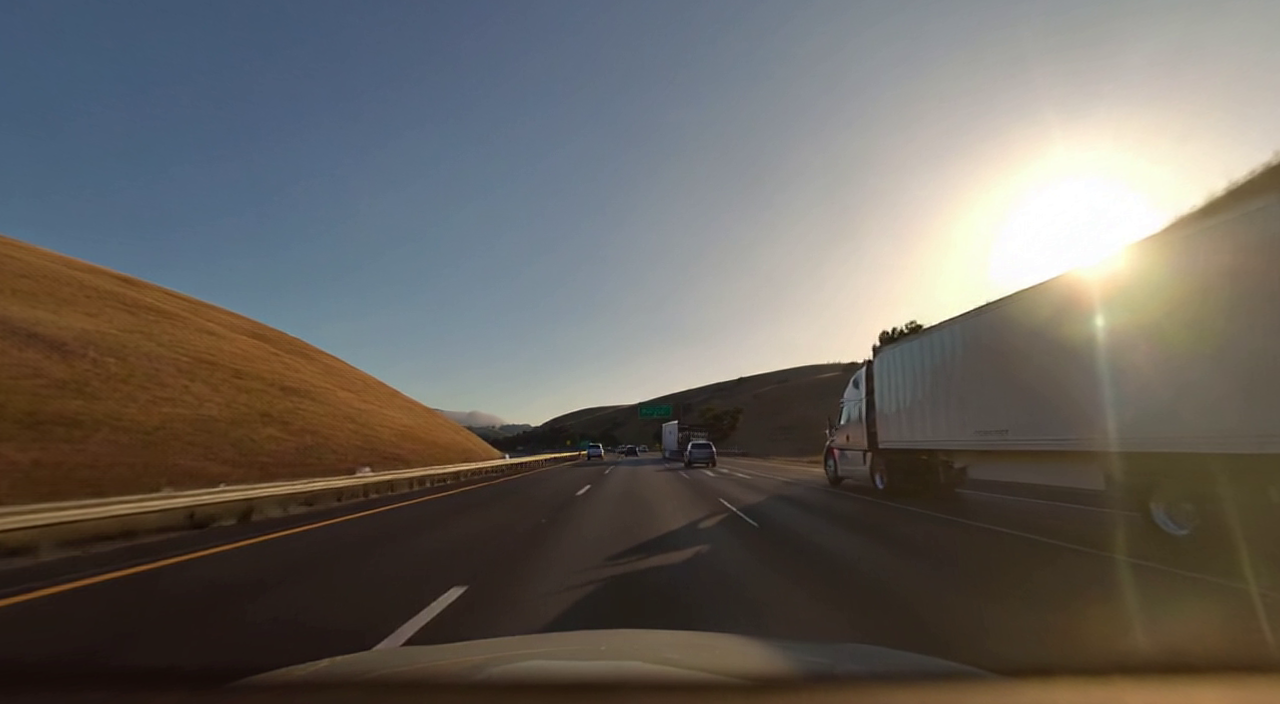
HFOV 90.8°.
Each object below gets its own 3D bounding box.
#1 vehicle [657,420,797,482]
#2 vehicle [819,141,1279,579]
[{"bbox_3d":[3.272,3.869,24.792,5.075,2.277,2.365,0,-9,-2],"label":"vehicle"},{"bbox_3d":[7.667,1.194,13.422,2.935,4.187,16.357,0,-9,0],"label":"vehicle"}]
